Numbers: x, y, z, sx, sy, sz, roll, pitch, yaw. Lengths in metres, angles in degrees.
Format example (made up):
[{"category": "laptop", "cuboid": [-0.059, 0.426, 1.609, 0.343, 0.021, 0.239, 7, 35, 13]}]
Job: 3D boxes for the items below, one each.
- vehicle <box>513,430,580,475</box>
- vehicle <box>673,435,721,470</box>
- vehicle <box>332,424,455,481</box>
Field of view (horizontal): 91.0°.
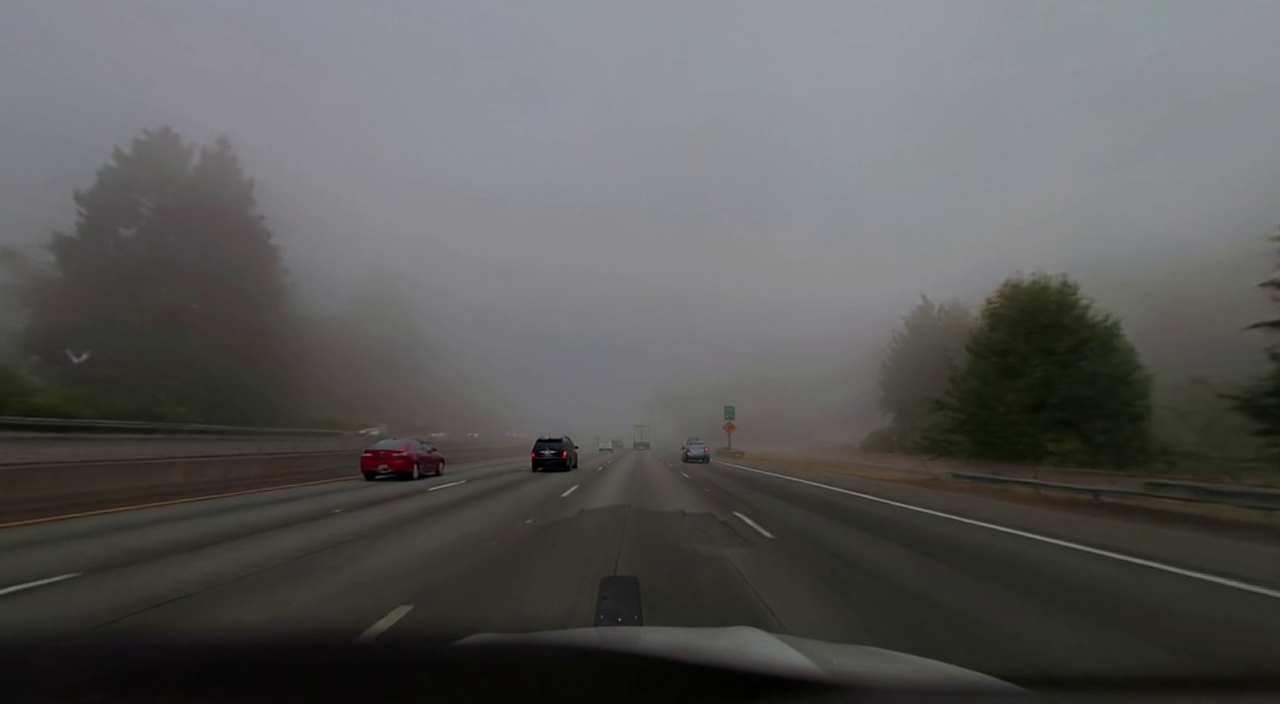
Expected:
[{"category": "vehicle", "cuboid": [-3.678, 4.070, 25.607, 2.002, 1.680, 4.301, 0, -9, 1]}, {"category": "vehicle", "cuboid": [2.949, 5.334, 33.516, 2.053, 1.698, 4.097, 0, -9, -1]}, {"category": "vehicle", "cuboid": [-8.187, 3.413, 21.500, 2.237, 1.703, 4.681, 0, -9, 1]}]
